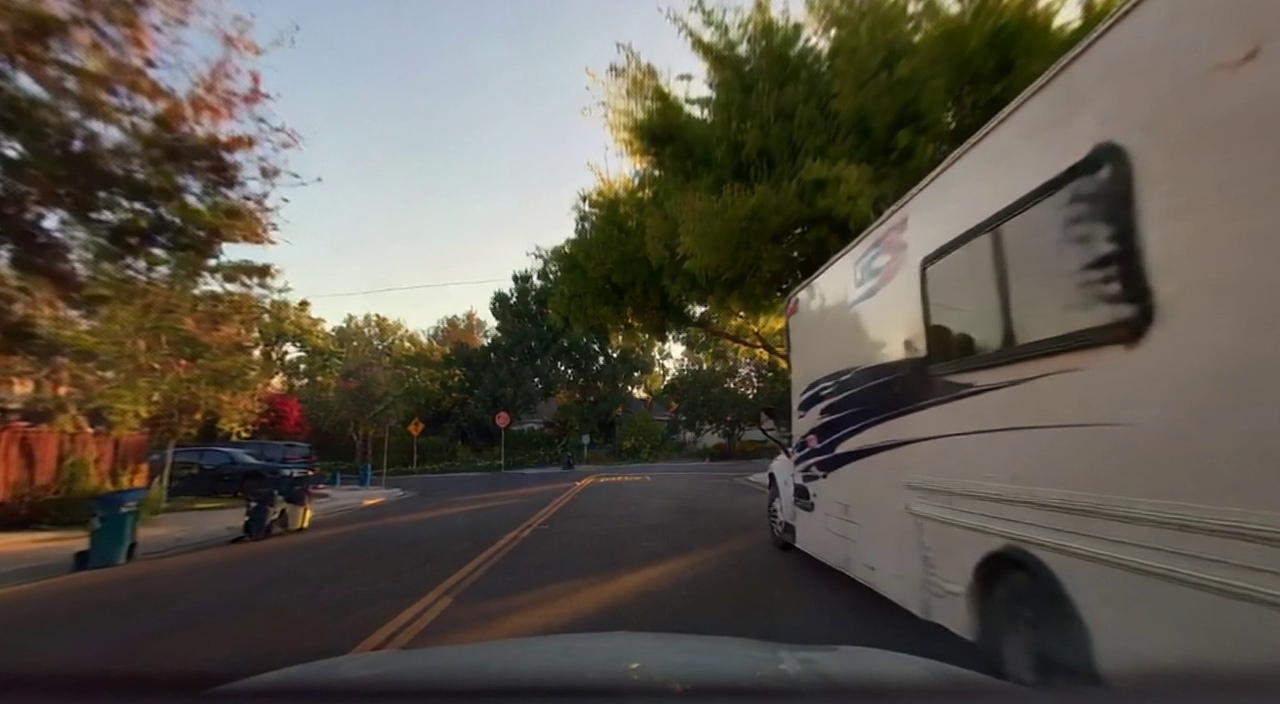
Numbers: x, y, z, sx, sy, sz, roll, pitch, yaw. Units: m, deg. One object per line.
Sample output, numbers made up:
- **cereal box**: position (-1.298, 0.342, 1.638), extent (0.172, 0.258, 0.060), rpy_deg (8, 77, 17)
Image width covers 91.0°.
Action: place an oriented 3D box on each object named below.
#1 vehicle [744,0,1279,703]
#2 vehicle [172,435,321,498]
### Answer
- **vehicle**: position (3.154, 0.512, 5.327), extent (2.915, 3.243, 8.972), rpy_deg (0, -8, -1)
- **vehicle**: position (-12.942, 3.757, 21.156), extent (2.111, 1.856, 4.803), rpy_deg (0, -8, -4)
